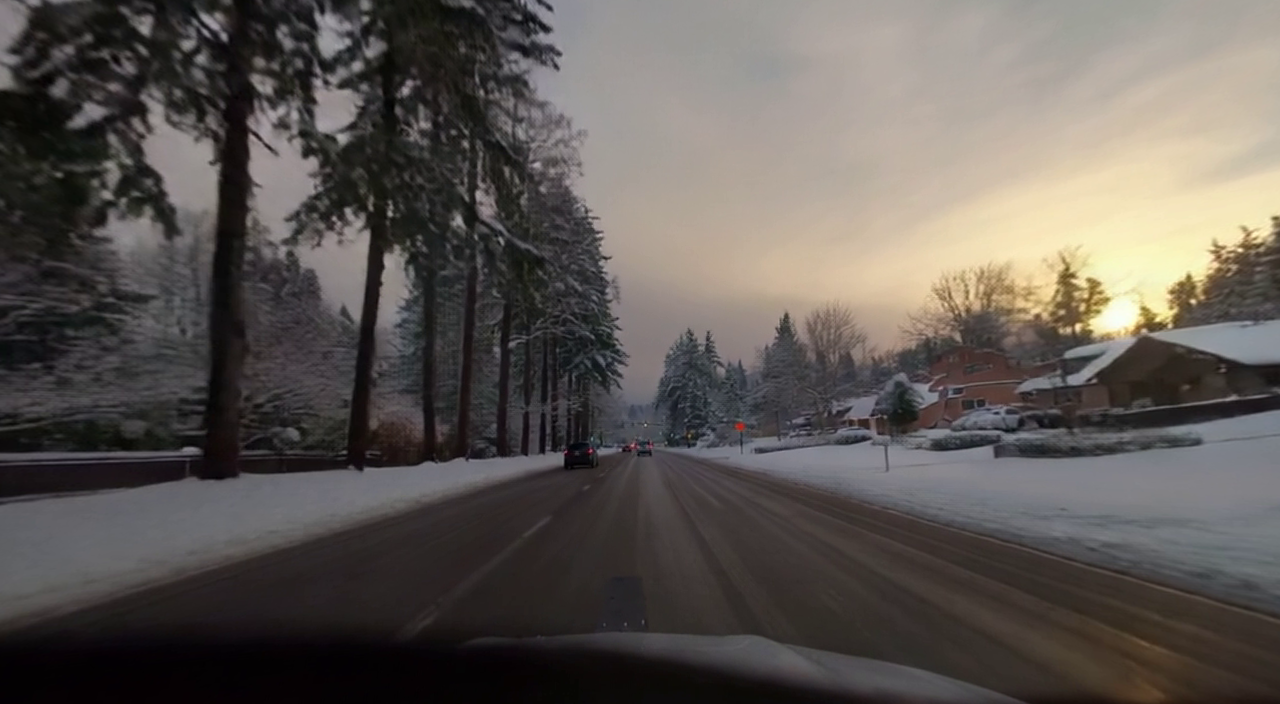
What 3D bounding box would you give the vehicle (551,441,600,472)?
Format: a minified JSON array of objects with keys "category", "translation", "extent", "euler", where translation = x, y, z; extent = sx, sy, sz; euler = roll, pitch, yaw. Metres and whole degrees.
[{"category":"vehicle","translation":[-3.282,5.418,32.862],"extent":[2.021,1.466,4.330],"euler":[0,-9,1]}]
